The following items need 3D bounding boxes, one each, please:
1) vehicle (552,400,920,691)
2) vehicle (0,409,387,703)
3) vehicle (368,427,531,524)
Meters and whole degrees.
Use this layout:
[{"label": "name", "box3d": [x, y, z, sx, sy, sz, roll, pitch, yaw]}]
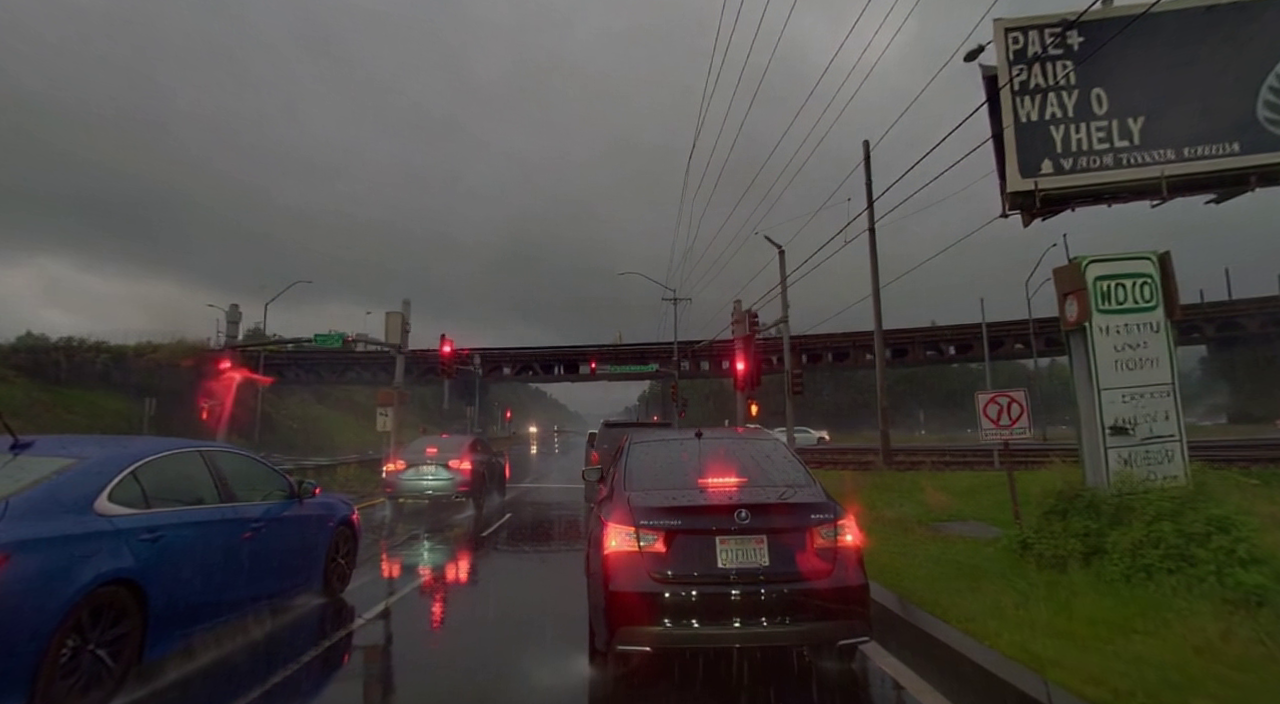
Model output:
[{"label": "vehicle", "box3d": [0.406, 1.329, 5.455, 1.998, 1.529, 3.960, 1, -9, -4]}, {"label": "vehicle", "box3d": [-3.715, 1.255, 4.495, 1.956, 1.468, 4.585, 0, -9, -1]}, {"label": "vehicle", "box3d": [-3.366, 2.257, 12.070, 1.984, 1.505, 4.047, 0, -9, -2]}]
